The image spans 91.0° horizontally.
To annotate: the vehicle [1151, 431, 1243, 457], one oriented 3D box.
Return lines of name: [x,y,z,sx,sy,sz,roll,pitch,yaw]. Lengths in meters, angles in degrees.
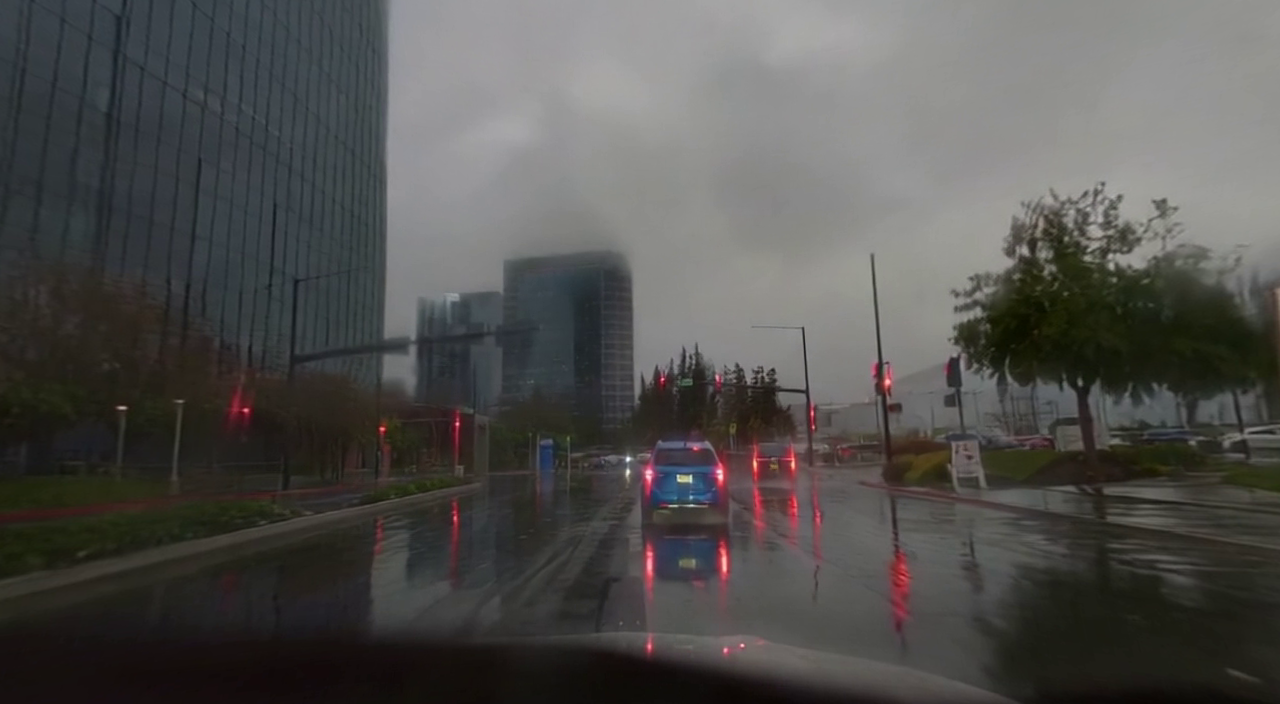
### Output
vehicle: [38.004,6.343,43.070,4.274,1.503,1.755,-4,-10,8]

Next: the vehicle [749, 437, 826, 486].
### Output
vehicle: [4.905,3.710,21.506,1.916,1.492,3.911,-1,-9,4]

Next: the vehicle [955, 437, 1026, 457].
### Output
vehicle: [26.066,7.088,46.929,4.154,1.475,1.862,-2,-9,9]

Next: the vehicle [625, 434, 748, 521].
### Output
vehicle: [0.885,2.513,13.069,2.127,1.497,4.020,-1,-9,2]
